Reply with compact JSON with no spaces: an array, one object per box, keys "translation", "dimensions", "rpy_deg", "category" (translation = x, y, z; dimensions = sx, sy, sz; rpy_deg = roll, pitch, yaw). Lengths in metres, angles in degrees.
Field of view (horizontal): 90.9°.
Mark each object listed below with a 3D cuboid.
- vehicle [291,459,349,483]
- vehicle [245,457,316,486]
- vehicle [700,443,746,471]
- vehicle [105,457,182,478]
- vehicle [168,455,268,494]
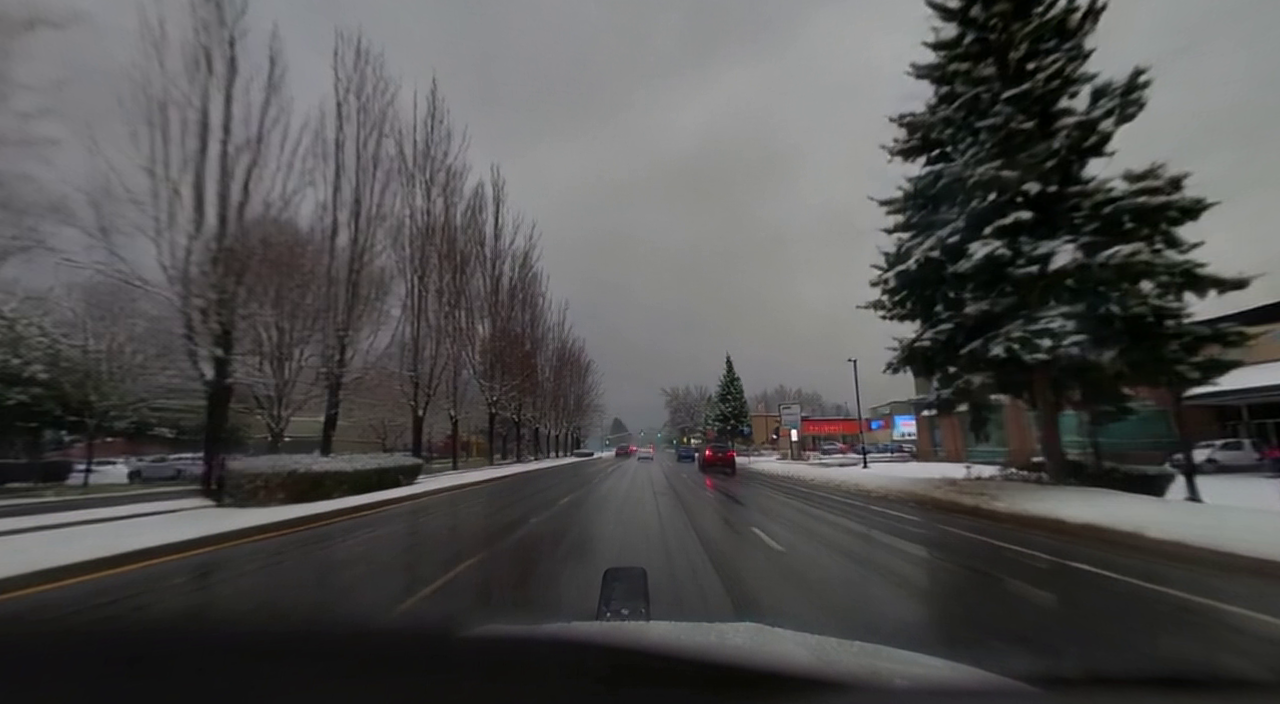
[{"translation":[-22.486,8.343,44.477],"dimensions":[1.841,1.510,4.389],"rpy_deg":[-1,-9,0],"category":"vehicle"},{"translation":[-22.531,7.495,39.758],"dimensions":[1.674,1.483,4.741],"rpy_deg":[-3,-8,1],"category":"vehicle"},{"translation":[4.533,5.815,35.094],"dimensions":[1.916,1.459,4.335],"rpy_deg":[0,-9,-1],"category":"vehicle"},{"translation":[-39.198,9.120,49.835],"dimensions":[4.370,1.497,2.031],"rpy_deg":[0,-8,0],"category":"vehicle"},{"translation":[-22.339,6.455,33.638],"dimensions":[1.939,1.780,5.057],"rpy_deg":[0,-8,-2],"category":"vehicle"}]
